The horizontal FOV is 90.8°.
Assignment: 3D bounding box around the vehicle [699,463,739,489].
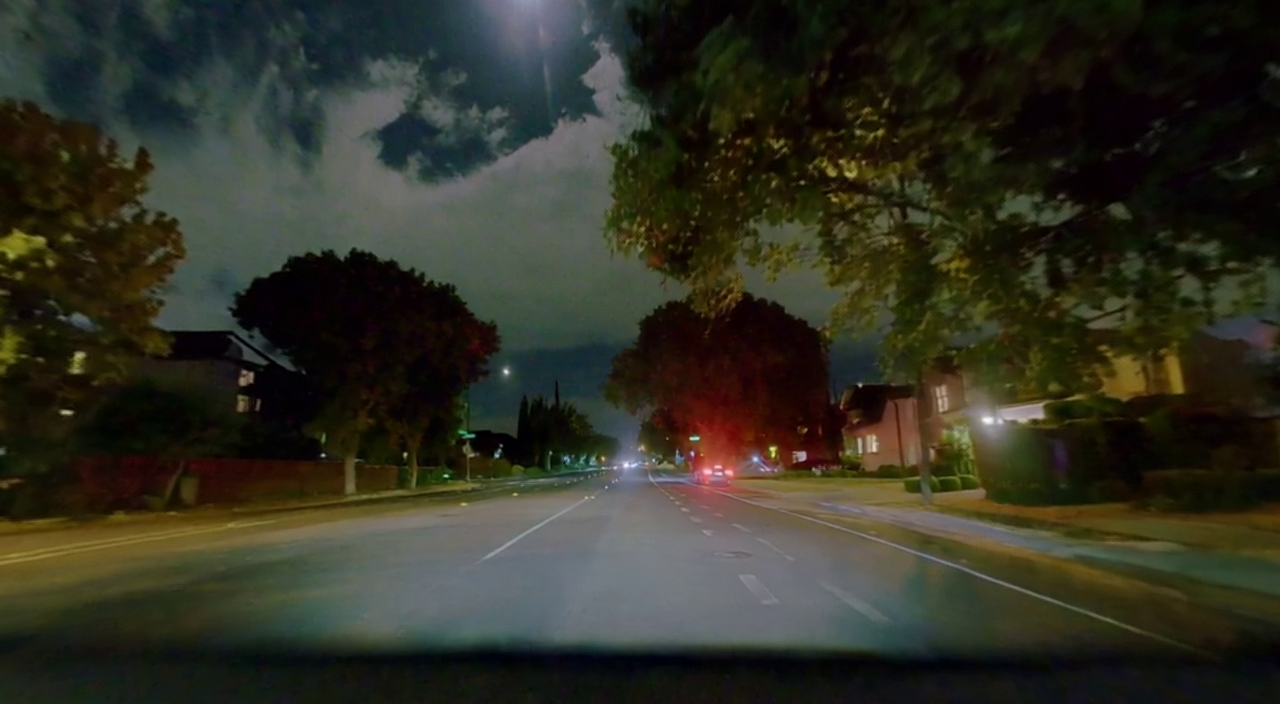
[{"bbox_3d":[5.046,8.007,41.028,1.904,1.475,4.386,0,-8,-1],"label":"vehicle"}]
